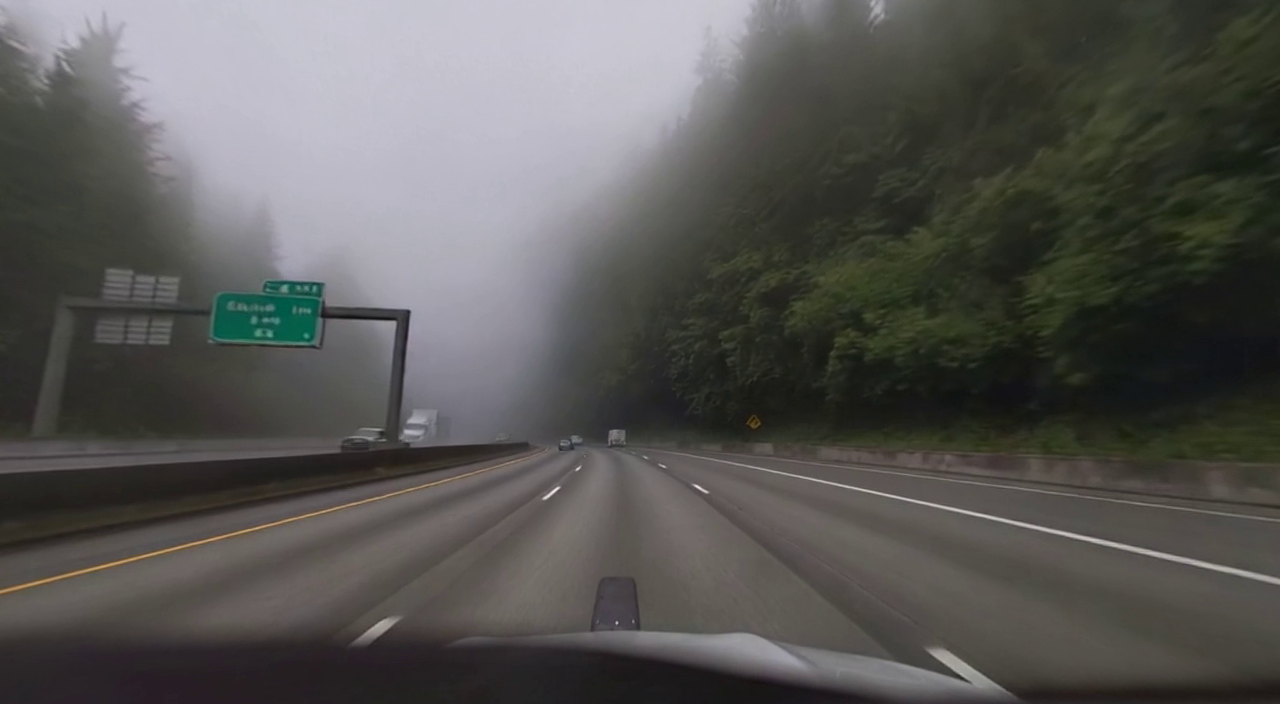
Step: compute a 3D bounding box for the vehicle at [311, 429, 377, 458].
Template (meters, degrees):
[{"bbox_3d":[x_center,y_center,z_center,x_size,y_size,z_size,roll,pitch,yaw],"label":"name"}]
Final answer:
[{"bbox_3d":[-15.885,4.929,34.039,1.845,1.486,3.730,0,-8,-3],"label":"vehicle"}]
